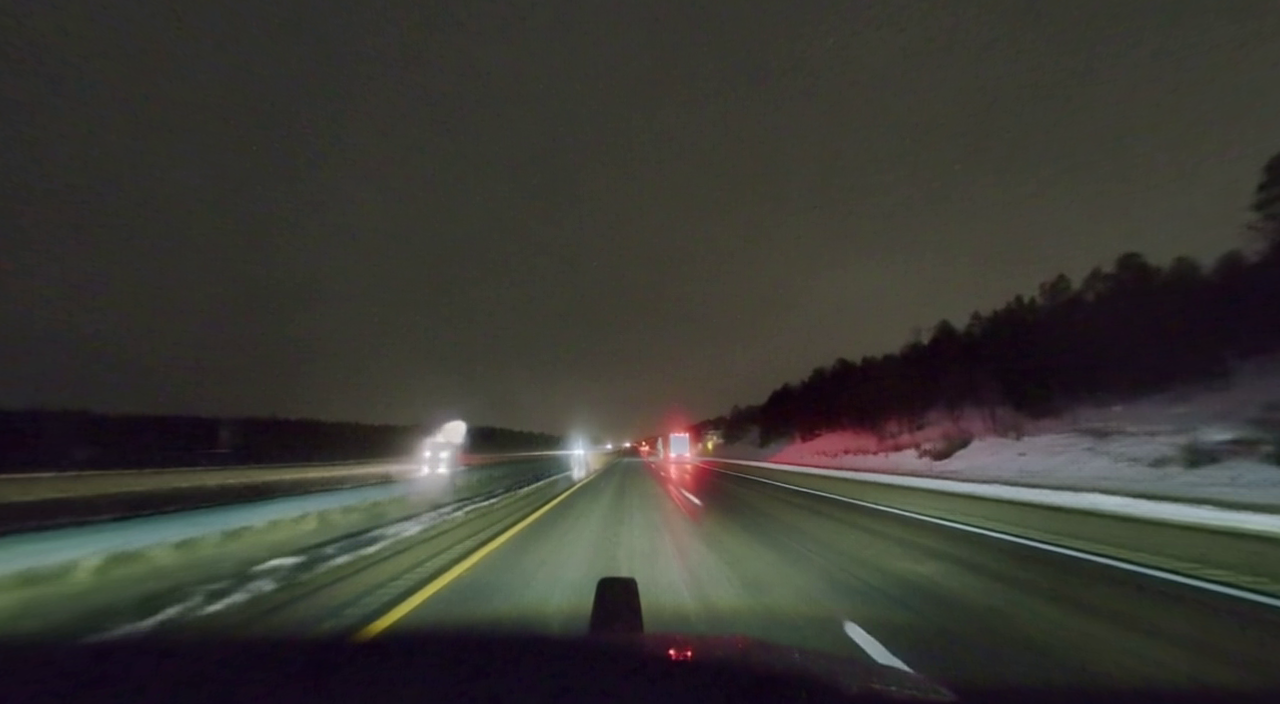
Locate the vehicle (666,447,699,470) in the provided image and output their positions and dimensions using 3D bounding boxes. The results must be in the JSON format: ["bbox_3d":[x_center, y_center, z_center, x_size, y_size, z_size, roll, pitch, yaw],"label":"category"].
[{"bbox_3d":[2.882,7.339,43.414,1.836,1.459,3.766,0,-9,-2],"label":"vehicle"}]

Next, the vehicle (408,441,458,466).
[{"bbox_3d":[-14.524,7.139,44.320,2.038,1.644,4.230,0,-9,0],"label":"vehicle"}]
